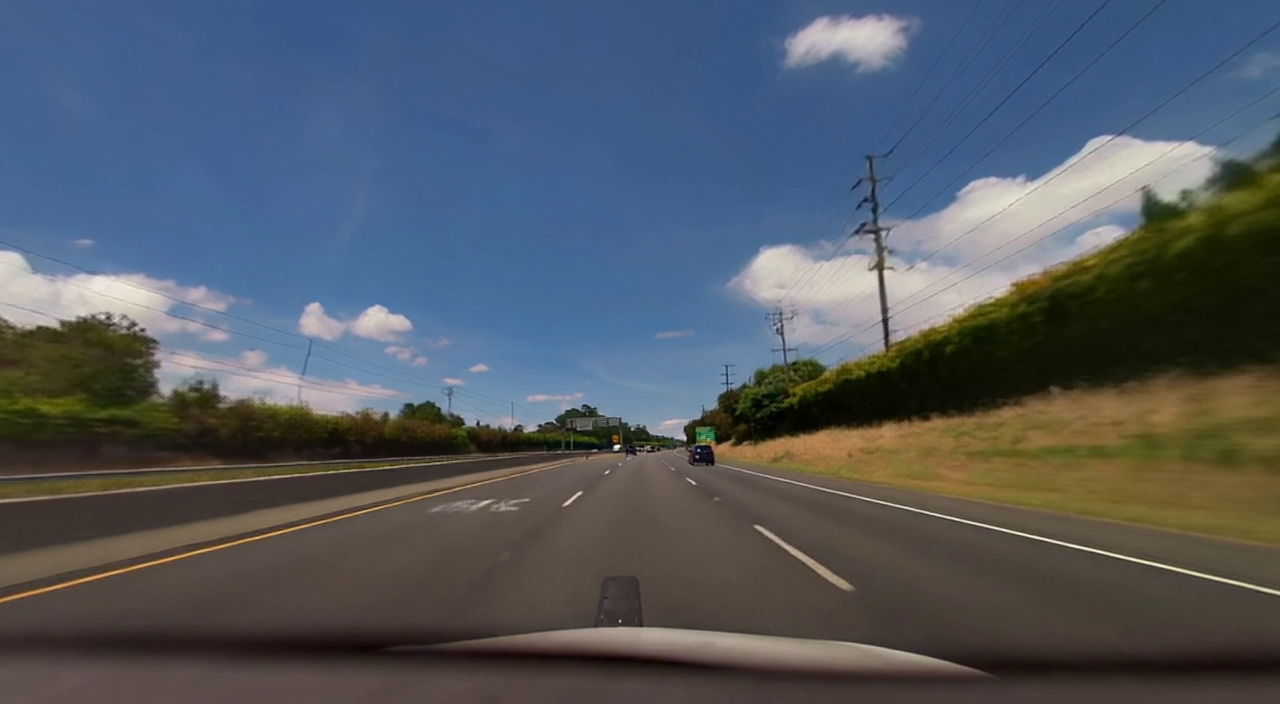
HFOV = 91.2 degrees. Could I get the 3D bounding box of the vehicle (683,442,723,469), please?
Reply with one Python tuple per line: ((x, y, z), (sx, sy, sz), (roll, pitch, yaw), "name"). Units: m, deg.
((3.873, 6.436, 39.101), (2.054, 1.565, 4.089), (0, -9, -1), "vehicle")
